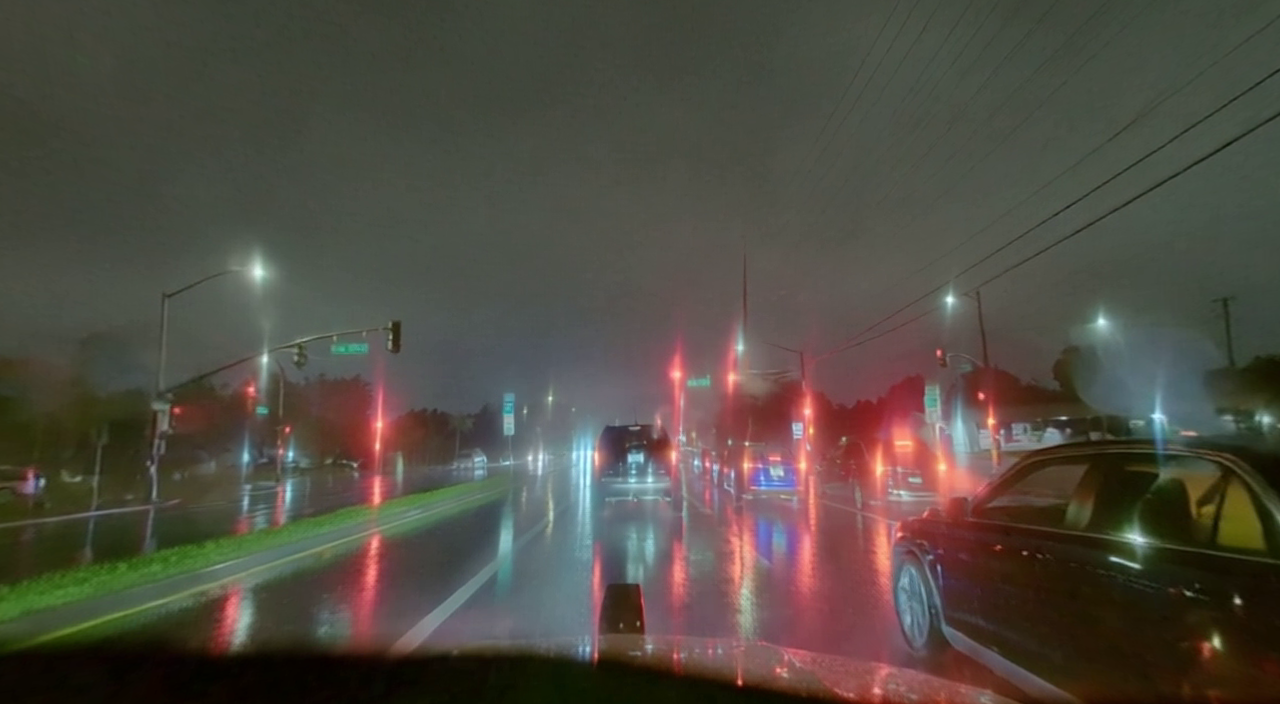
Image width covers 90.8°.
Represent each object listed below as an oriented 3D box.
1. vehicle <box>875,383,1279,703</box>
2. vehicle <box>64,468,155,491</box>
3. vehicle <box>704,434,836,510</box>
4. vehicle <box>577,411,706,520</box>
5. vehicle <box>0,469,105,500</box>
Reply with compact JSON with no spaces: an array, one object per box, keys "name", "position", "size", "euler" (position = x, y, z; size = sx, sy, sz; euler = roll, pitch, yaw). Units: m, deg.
[{"name":"vehicle","position":[2.770,0.932,2.500],"size":[2.004,1.460,4.297],"euler":[0,-9,0]},{"name":"vehicle","position":[-37.897,9.115,45.242],"size":[4.569,1.505,1.992],"euler":[1,-9,-5]},{"name":"vehicle","position":[2.790,2.694,14.663],"size":[2.025,1.477,4.333],"euler":[0,-9,-1]},{"name":"vehicle","position":[0.008,2.334,13.424],"size":[2.236,1.856,4.816],"euler":[0,-9,0]},{"name":"vehicle","position":[-33.260,7.411,35.443],"size":[4.550,1.601,1.766],"euler":[1,-9,-7]}]
